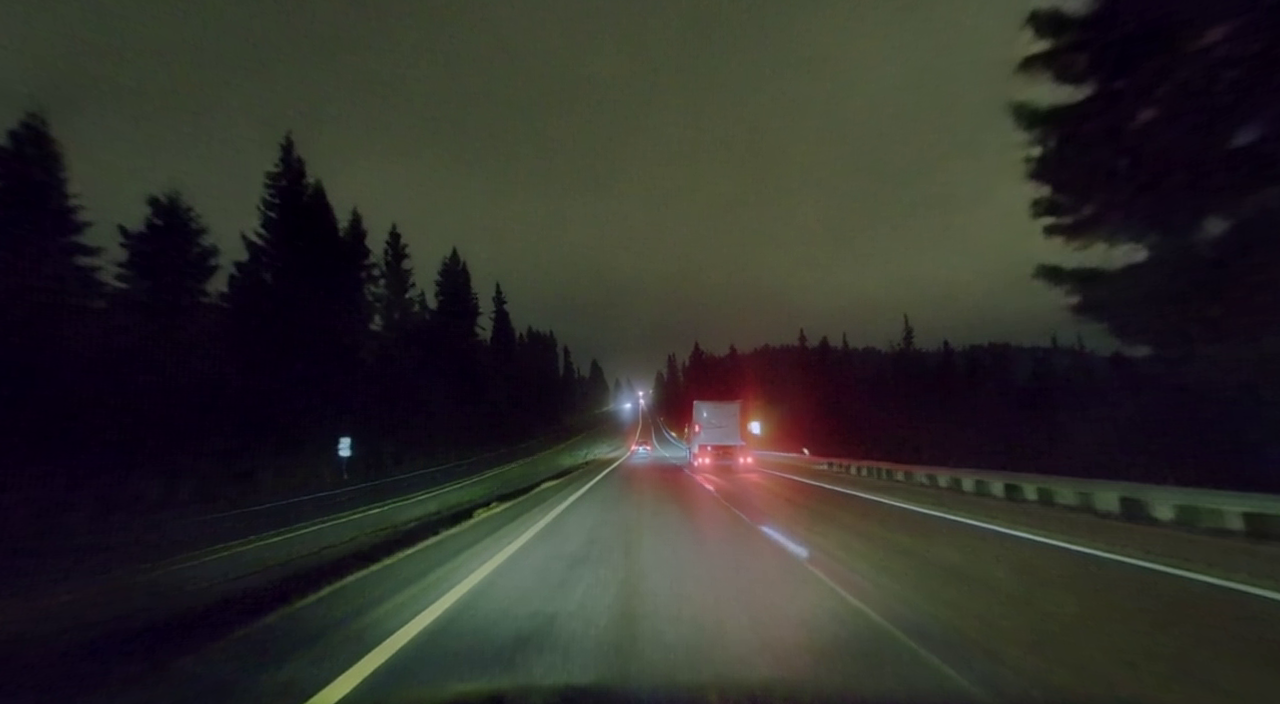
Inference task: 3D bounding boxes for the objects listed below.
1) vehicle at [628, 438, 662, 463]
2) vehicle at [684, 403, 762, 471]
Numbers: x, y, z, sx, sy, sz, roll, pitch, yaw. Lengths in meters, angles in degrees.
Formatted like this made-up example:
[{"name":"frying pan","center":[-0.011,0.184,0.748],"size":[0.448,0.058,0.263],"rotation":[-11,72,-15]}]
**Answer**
[{"name":"vehicle","center":[0.345,6.632,42.435],"size":[2.170,1.544,4.373],"rotation":[0,-8,0]},{"name":"vehicle","center":[4.239,4.606,33.989],"size":[3.015,3.211,7.982],"rotation":[0,-8,-1]}]
